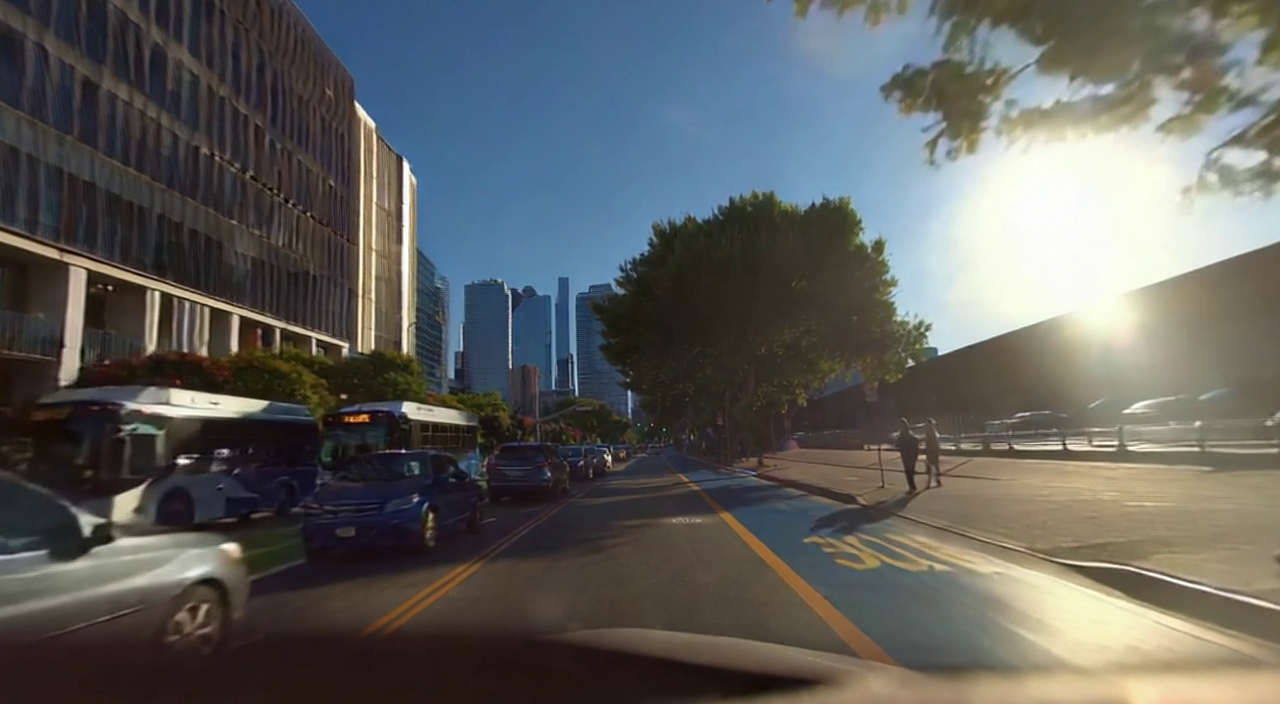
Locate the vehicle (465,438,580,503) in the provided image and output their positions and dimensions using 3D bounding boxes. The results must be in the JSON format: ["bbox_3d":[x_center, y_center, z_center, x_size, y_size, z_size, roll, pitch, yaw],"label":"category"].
[{"bbox_3d":[-3.231,3.385,18.568,2.266,1.621,4.783,-1,-8,3],"label":"vehicle"}]

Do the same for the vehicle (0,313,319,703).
[{"bbox_3d":[-3.377,0.769,2.044,2.225,1.848,4.472,0,-8,1],"label":"vehicle"}]

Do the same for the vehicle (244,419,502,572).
[{"bbox_3d":[-3.758,2.104,9.941,1.982,1.710,4.454,-4,-9,2],"label":"vehicle"}]
